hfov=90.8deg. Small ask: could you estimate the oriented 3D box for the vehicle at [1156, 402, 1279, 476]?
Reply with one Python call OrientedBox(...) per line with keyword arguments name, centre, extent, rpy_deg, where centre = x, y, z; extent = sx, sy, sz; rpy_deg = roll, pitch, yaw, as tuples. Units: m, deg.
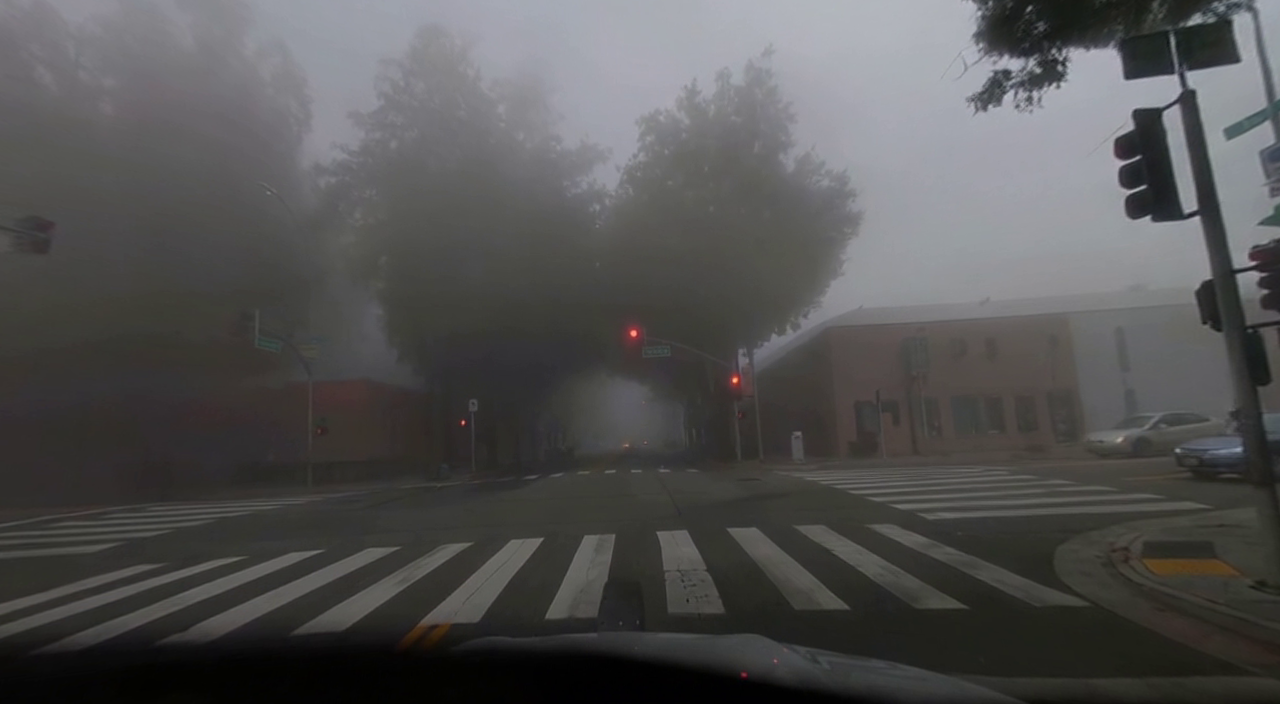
OrientedBox(name="vehicle", centre=(14.440, 1.907, 13.806), extent=(4.632, 1.484, 1.907), rpy_deg=(0, -8, -1))
